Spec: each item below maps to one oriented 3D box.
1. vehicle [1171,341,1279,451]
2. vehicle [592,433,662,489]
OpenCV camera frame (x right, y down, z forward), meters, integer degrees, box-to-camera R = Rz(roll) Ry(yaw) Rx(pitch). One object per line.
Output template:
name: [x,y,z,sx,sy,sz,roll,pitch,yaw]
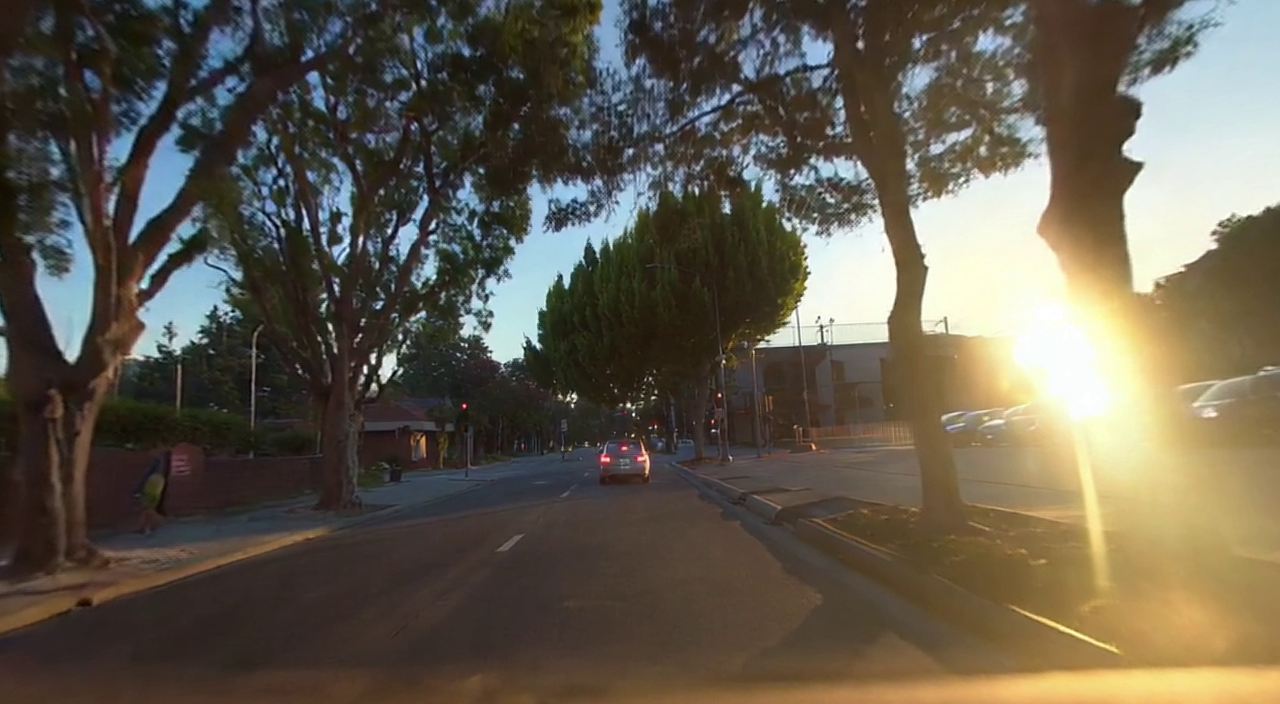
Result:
vehicle: [11.687,0.671,9.974,4.559,1.619,1.855,-3,-9,6]
vehicle: [-0.391,3.633,21.349,2.142,1.686,3.816,-1,-8,1]
